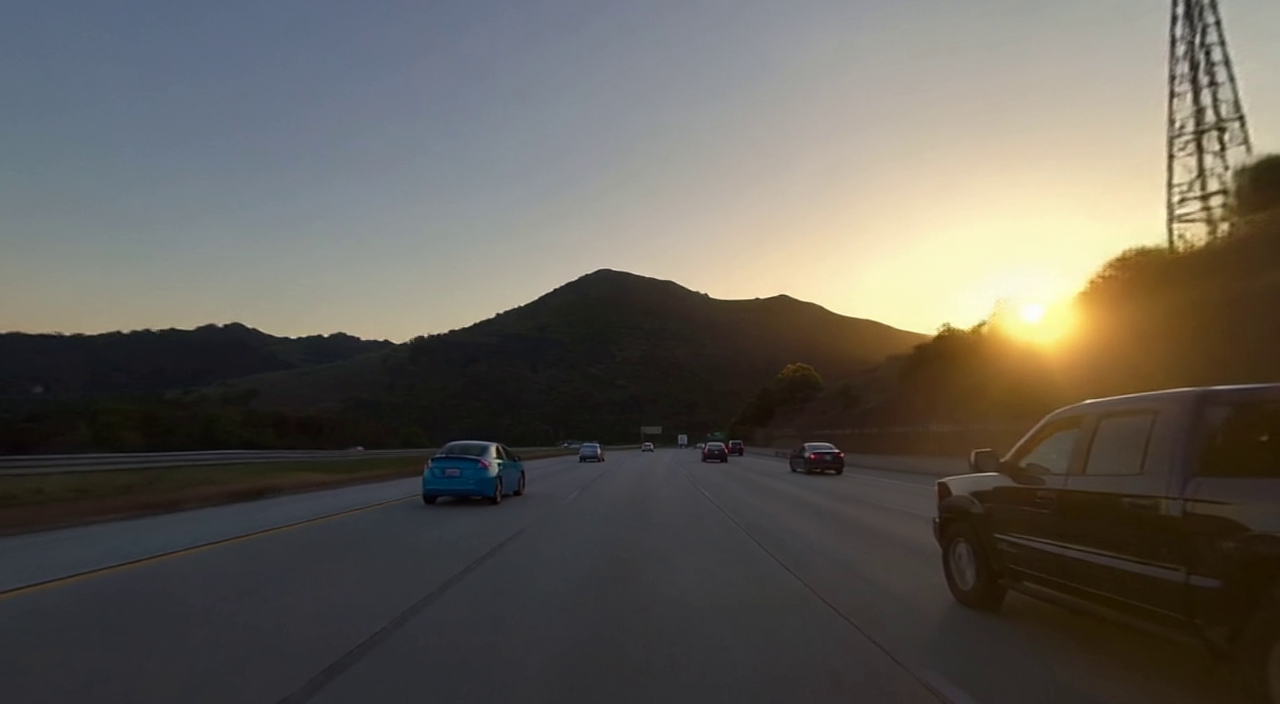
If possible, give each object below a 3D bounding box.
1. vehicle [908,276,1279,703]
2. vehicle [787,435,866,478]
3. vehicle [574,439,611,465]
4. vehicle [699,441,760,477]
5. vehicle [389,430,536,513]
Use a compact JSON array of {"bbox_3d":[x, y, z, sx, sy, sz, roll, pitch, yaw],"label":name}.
[{"bbox_3d":[3.400,0.776,2.872,2.098,1.925,5.171,0,-8,1],"label":"vehicle"},{"bbox_3d":[7.757,4.395,26.743,1.986,1.633,4.430,0,-8,0],"label":"vehicle"},{"bbox_3d":[-3.183,6.788,42.847,2.021,1.679,4.310,-1,-8,2],"label":"vehicle"},{"bbox_3d":[3.918,4.744,28.338,2.046,1.471,4.333,0,-8,-1],"label":"vehicle"},{"bbox_3d":[-3.961,2.752,15.020,2.113,1.636,4.494,-1,-8,1],"label":"vehicle"}]
